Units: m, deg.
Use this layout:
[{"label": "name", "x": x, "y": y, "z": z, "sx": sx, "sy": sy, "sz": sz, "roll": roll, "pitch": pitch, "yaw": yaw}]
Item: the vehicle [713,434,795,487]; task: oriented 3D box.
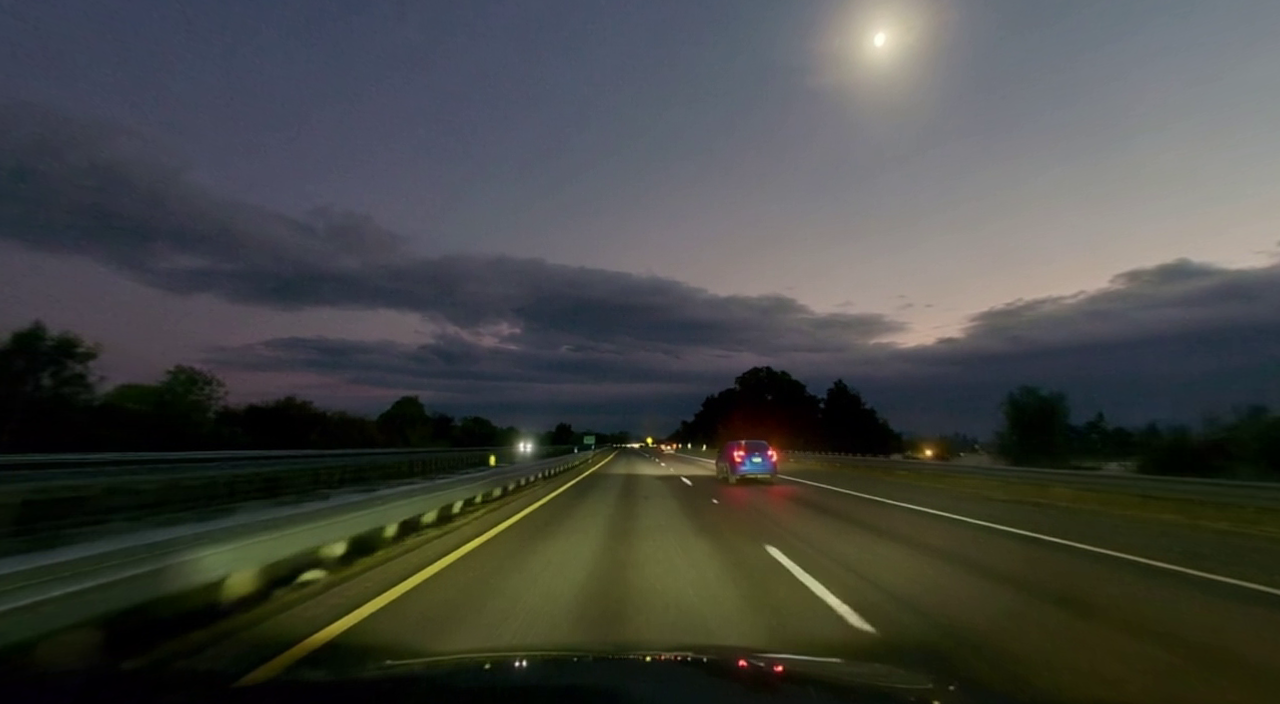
[{"label": "vehicle", "x": 3.557, "y": 3.466, "z": 20.365, "sx": 1.945, "sy": 1.538, "sz": 3.729, "roll": 0, "pitch": -8, "yaw": 0}]
